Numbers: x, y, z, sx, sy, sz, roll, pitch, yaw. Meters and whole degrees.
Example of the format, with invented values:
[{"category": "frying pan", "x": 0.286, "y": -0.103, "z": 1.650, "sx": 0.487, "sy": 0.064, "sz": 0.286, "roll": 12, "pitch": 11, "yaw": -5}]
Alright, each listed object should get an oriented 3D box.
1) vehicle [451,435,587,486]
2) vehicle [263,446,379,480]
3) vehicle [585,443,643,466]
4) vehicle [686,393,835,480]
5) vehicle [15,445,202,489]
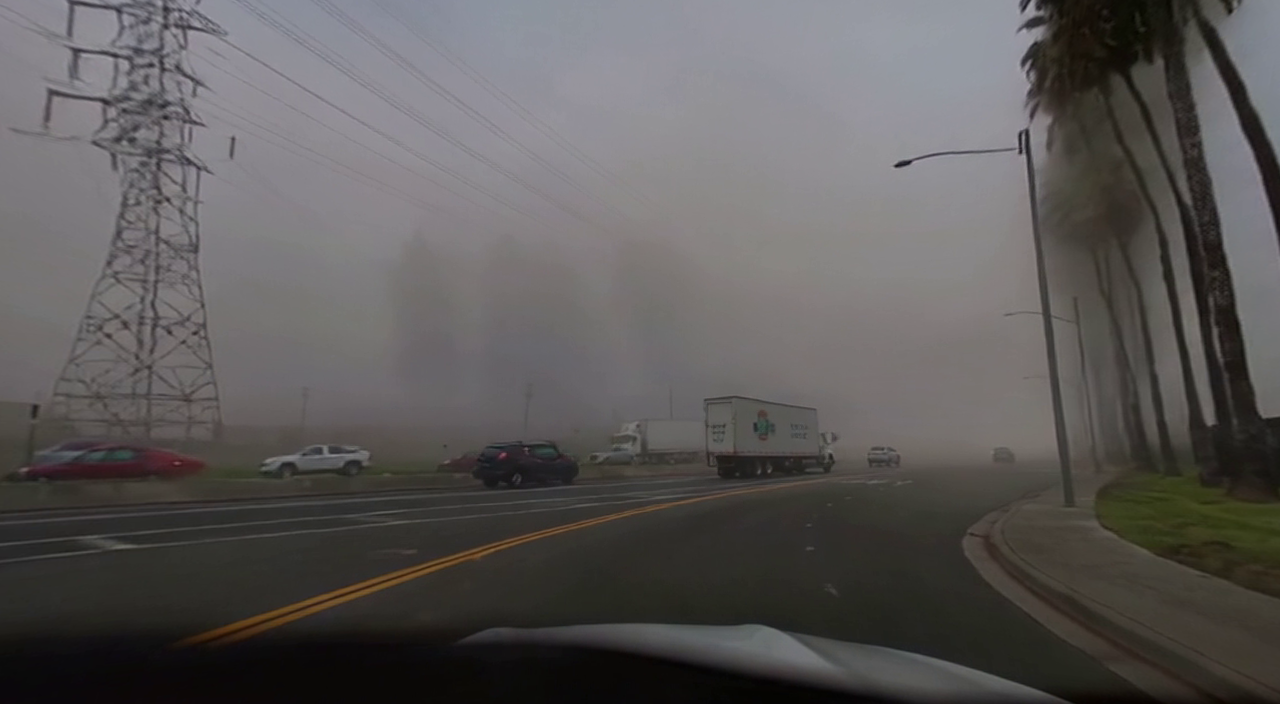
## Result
[{"category": "vehicle", "x": -5.097, "y": 4.670, "z": 27.597, "sx": 2.266, "sy": 1.950, "sz": 5.866, "roll": -6, "pitch": -11, "yaw": 36}, {"category": "vehicle", "x": -14.799, "y": 5.112, "z": 29.483, "sx": 1.792, "sy": 1.451, "sz": 4.419, "roll": -7, "pitch": -11, "yaw": 36}, {"category": "vehicle", "x": -1.871, "y": 7.633, "z": 46.737, "sx": 1.833, "sy": 1.578, "sz": 4.412, "roll": -7, "pitch": -13, "yaw": 37}, {"category": "vehicle", "x": 6.932, "y": 4.642, "z": 34.070, "sx": 2.903, "sy": 3.933, "sz": 11.567, "roll": -7, "pitch": -11, "yaw": 37}, {"category": "vehicle", "x": -19.321, "y": 4.145, "z": 23.177, "sx": 1.738, "sy": 1.403, "sz": 4.855, "roll": -6, "pitch": -11, "yaw": 35}]
